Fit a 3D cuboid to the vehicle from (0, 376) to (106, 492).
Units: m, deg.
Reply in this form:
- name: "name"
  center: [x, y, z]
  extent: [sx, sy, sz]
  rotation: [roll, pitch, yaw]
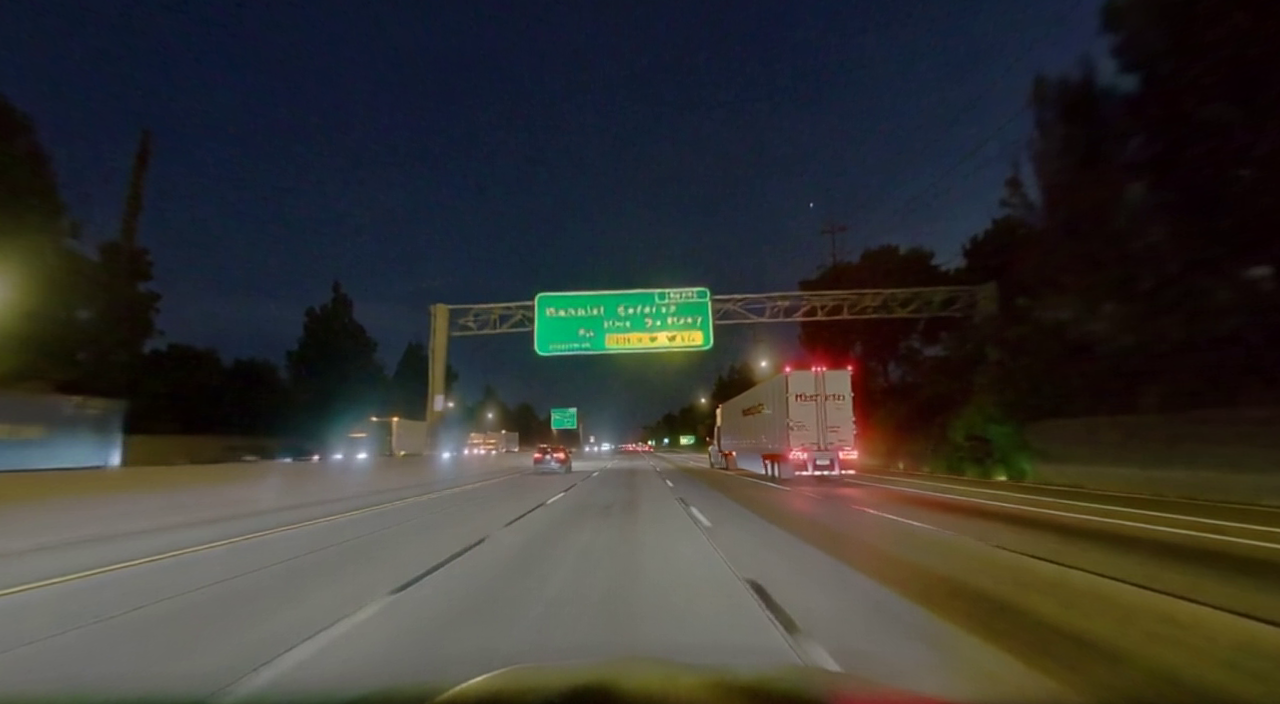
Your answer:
- name: "vehicle"
  center: [-21.073, 2.244, 17.592]
  extent: [2.988, 3.535, 10.678]
  rotation: [0, -9, 0]

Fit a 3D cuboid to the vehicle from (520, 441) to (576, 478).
- name: "vehicle"
  center: [-4.331, 5.121, 30.326]
  extent: [2.027, 1.651, 4.099]
  rotation: [0, -9, 0]

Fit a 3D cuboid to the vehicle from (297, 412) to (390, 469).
- name: "vehicle"
  center: [-21.385, 6.492, 46.124]
  extent: [3.026, 3.740, 7.644]
  rotation: [0, -9, -1]

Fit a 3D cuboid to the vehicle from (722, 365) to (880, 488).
- name: "vehicle"
  center: [6.522, 3.725, 29.555]
  extent: [2.919, 4.195, 15.833]
  rotation: [0, -9, -1]

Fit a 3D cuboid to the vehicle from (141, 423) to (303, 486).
- name: "vehicle"
  center: [-13.728, 3.418, 21.232]
  extent: [2.177, 1.837, 4.780]
  rotation: [0, -9, -1]
